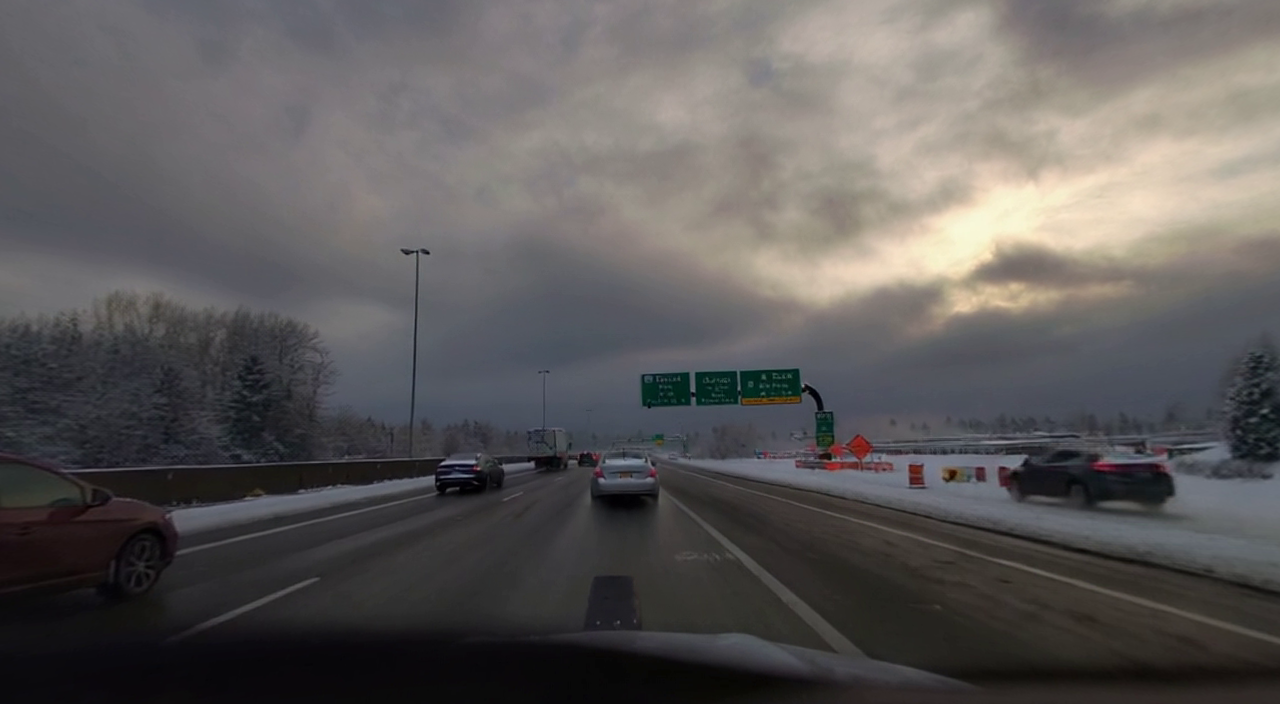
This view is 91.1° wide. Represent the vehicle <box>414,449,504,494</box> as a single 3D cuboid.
[{"bbox_3d":[-6.292,4.165,22.332,2.063,1.417,4.000,0,-9,-1],"label":"vehicle"}]

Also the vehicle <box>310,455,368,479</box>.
[{"bbox_3d":[-19.396,7.398,40.673,1.815,1.416,4.035,0,-9,-2],"label":"vehicle"}]

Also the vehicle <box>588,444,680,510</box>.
[{"bbox_3d":[-0.193,3.113,16.075,2.080,1.451,3.512,0,-9,-2],"label":"vehicle"}]

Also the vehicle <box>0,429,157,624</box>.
[{"bbox_3d":[-5.847,1.232,4.077,1.892,1.481,4.573,0,-9,-2],"label":"vehicle"}]

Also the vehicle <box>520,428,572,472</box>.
[{"bbox_3d":[-6.127,6.486,41.771,2.326,2.645,6.249,-1,-9,2],"label":"vehicle"}]

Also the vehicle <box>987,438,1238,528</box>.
[{"bbox_3d":[8.921,2.463,12.363,1.871,1.460,3.754,0,-9,-3],"label":"vehicle"}]
